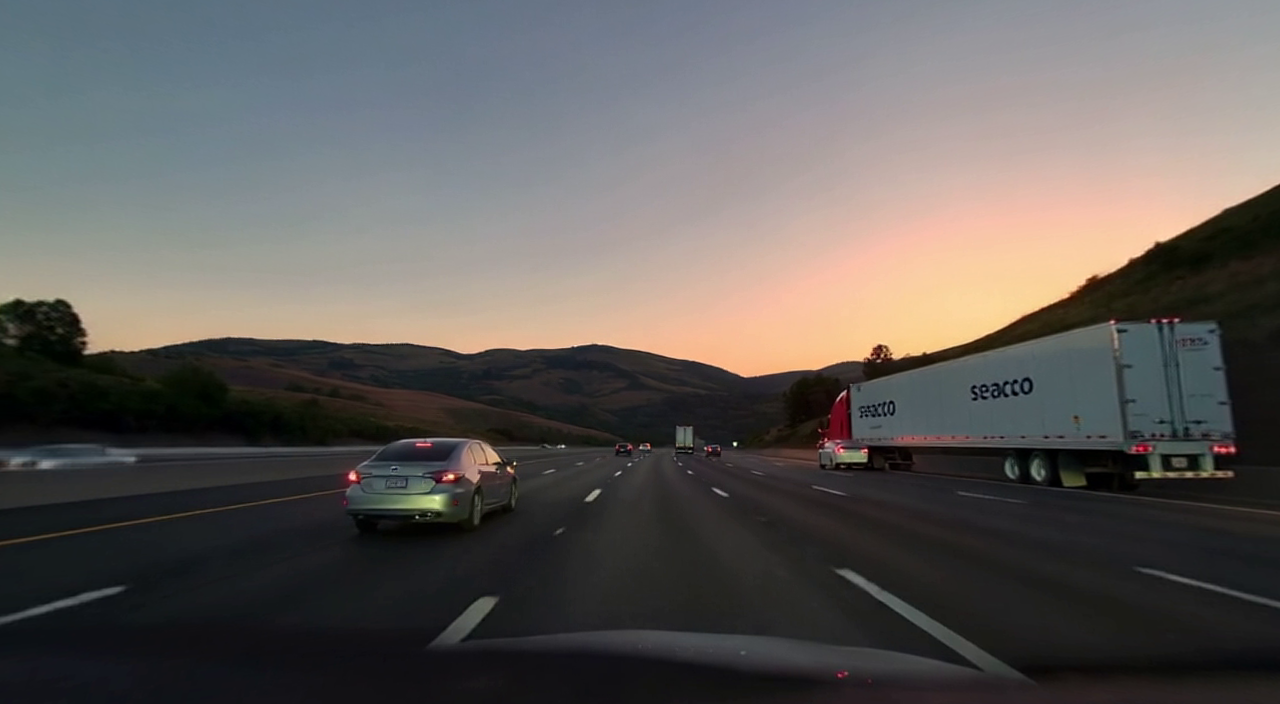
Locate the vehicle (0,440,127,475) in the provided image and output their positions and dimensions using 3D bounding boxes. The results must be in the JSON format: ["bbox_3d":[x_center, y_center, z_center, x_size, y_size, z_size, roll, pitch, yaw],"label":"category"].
[{"bbox_3d":[-25.938,4.643,27.940,1.851,1.390,5.059,0,-8,1],"label":"vehicle"}]

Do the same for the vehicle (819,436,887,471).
[{"bbox_3d":[11.450,5.473,34.062,2.062,1.736,4.589,0,-8,0],"label":"vehicle"}]

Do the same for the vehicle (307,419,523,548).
[{"bbox_3d":[-3.220,1.959,9.965,1.967,1.615,3.886,0,-8,0],"label":"vehicle"}]
